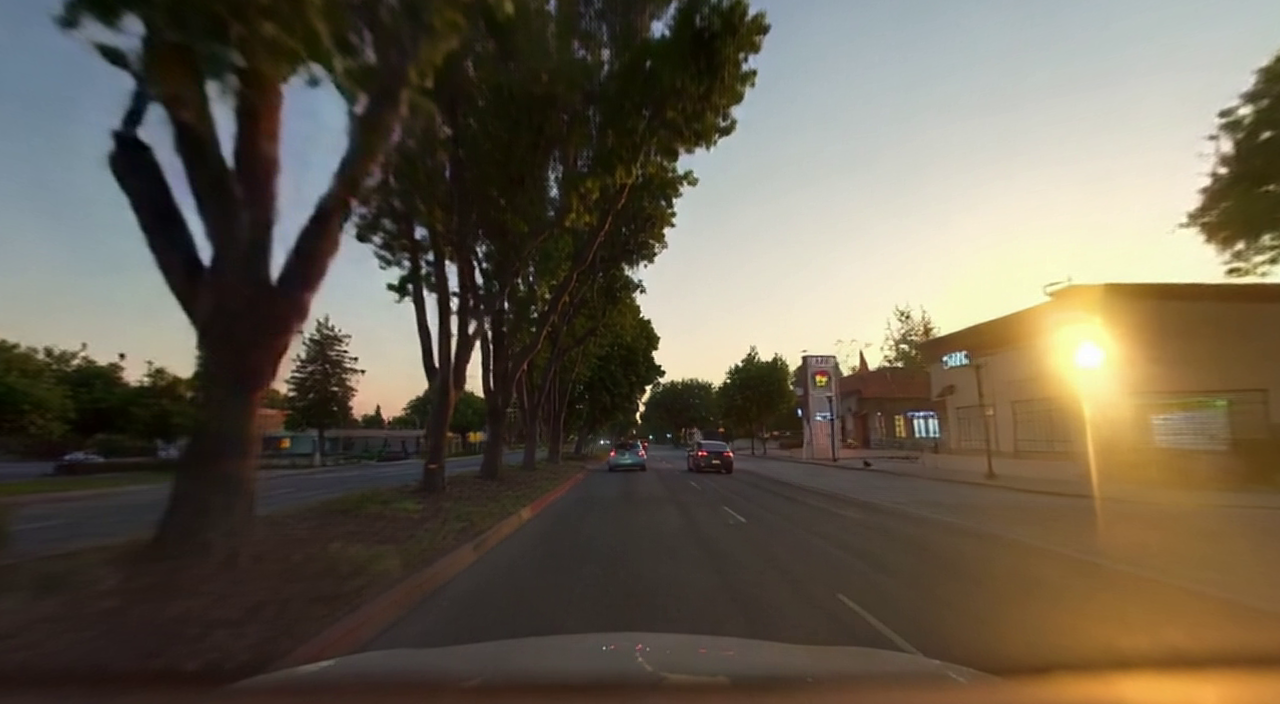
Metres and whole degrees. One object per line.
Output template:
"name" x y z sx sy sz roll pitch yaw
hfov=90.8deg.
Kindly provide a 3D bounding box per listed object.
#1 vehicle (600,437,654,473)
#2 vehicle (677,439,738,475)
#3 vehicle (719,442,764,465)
"vehicle" -0.583 4.589 28.397 2.242 1.474 4.127 0 -8 -2
"vehicle" 2.934 4.676 28.544 2.057 1.491 4.675 0 -8 -2
"vehicle" 6.529 6.549 41.011 2.068 1.393 3.874 0 -8 -3
